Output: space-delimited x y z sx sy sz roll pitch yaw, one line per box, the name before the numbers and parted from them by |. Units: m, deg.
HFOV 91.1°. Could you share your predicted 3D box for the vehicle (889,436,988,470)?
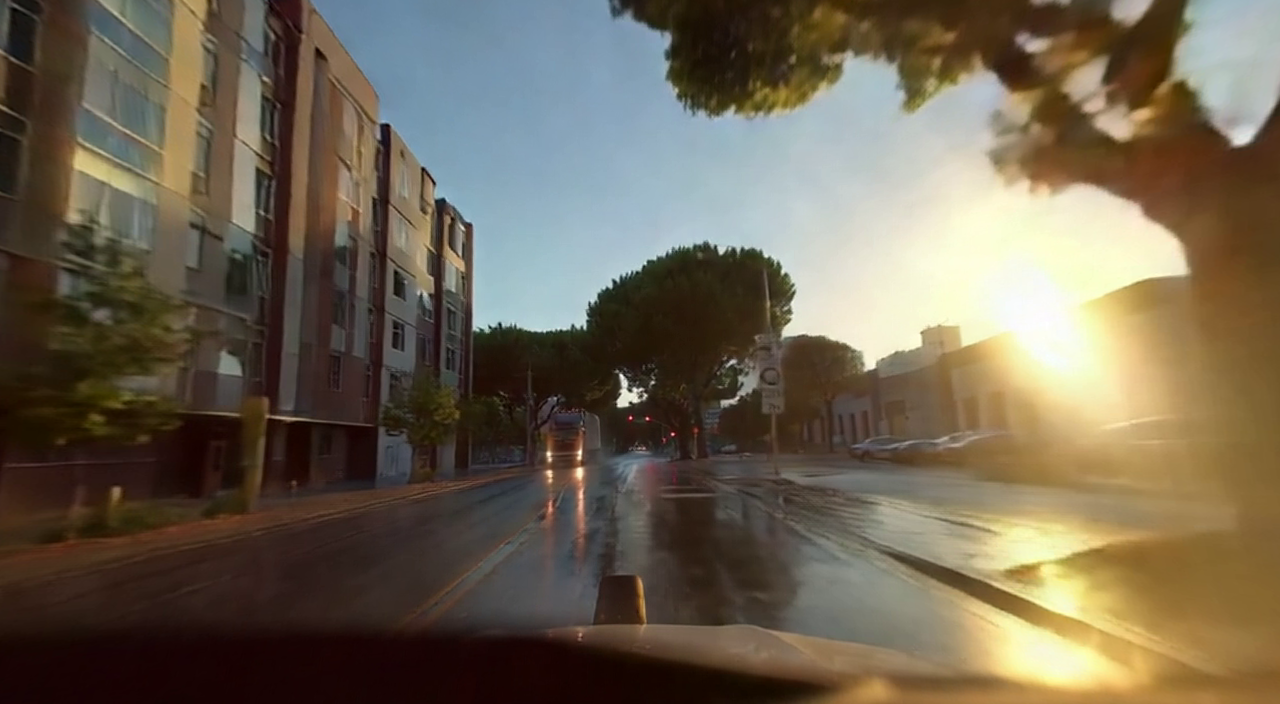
vehicle | 15.250 5.168 32.248 4.061 1.590 1.862 -1 -8 -1
